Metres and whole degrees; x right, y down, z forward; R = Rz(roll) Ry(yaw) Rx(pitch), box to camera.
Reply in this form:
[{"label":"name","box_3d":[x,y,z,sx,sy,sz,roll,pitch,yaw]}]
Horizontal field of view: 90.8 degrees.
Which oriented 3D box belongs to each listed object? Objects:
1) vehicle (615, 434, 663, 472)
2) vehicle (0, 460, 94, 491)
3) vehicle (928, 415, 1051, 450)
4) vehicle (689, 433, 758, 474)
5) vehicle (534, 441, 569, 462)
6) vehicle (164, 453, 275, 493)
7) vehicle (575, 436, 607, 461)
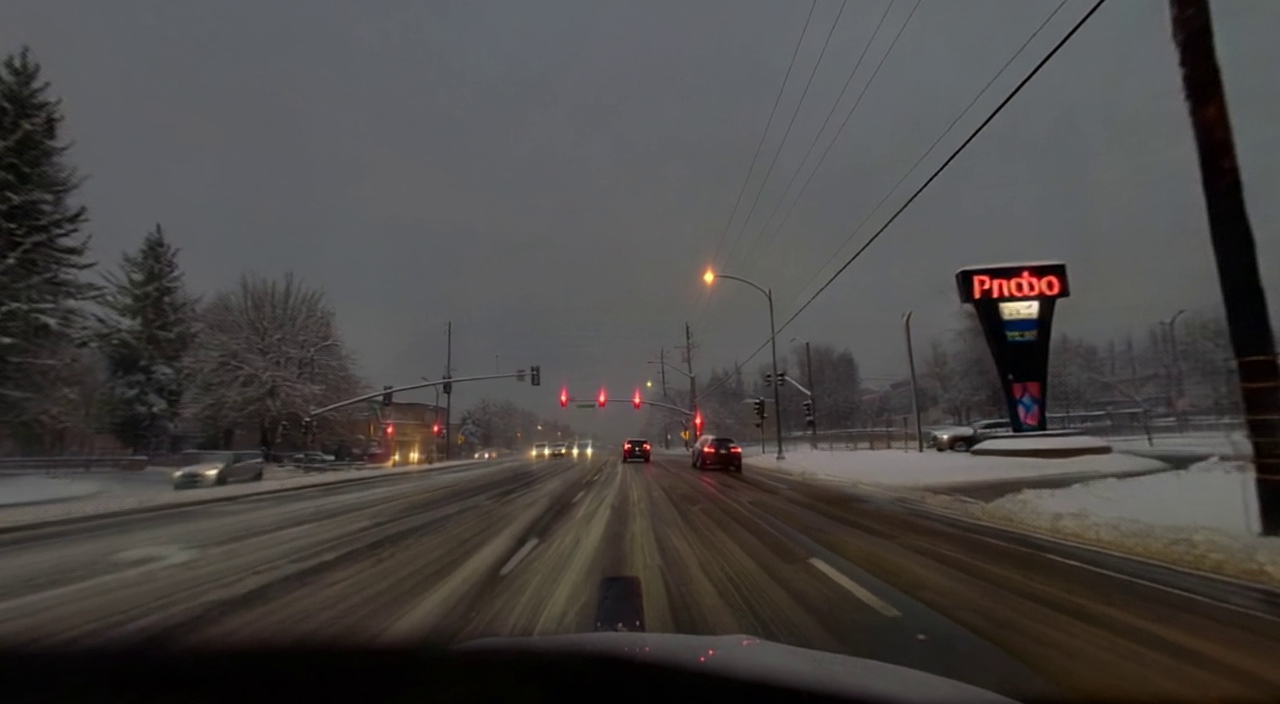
[{"label":"vehicle","box_3d":[-0.127,4.839,30.528,2.146,1.685,4.003,0,-9,-2]},{"label":"vehicle","box_3d":[-34.287,6.993,35.902,4.508,1.542,1.883,5,-10,-30]},{"label":"vehicle","box_3d":[15.645,3.653,28.465,4.344,1.512,1.936,-1,-9,6]},{"label":"vehicle","box_3d":[3.561,4.448,27.881,2.198,1.660,4.512,0,-9,-3]},{"label":"vehicle","box_3d":[-6.630,7.489,47.633,1.954,1.473,4.350,0,-8,1]},{"label":"vehicle","box_3d":[-18.034,5.170,27.393,1.832,1.515,4.369,0,-9,-1]},{"label":"vehicle","box_3d":[-3.579,7.166,46.940,2.106,1.778,4.444,0,-9,0]}]
